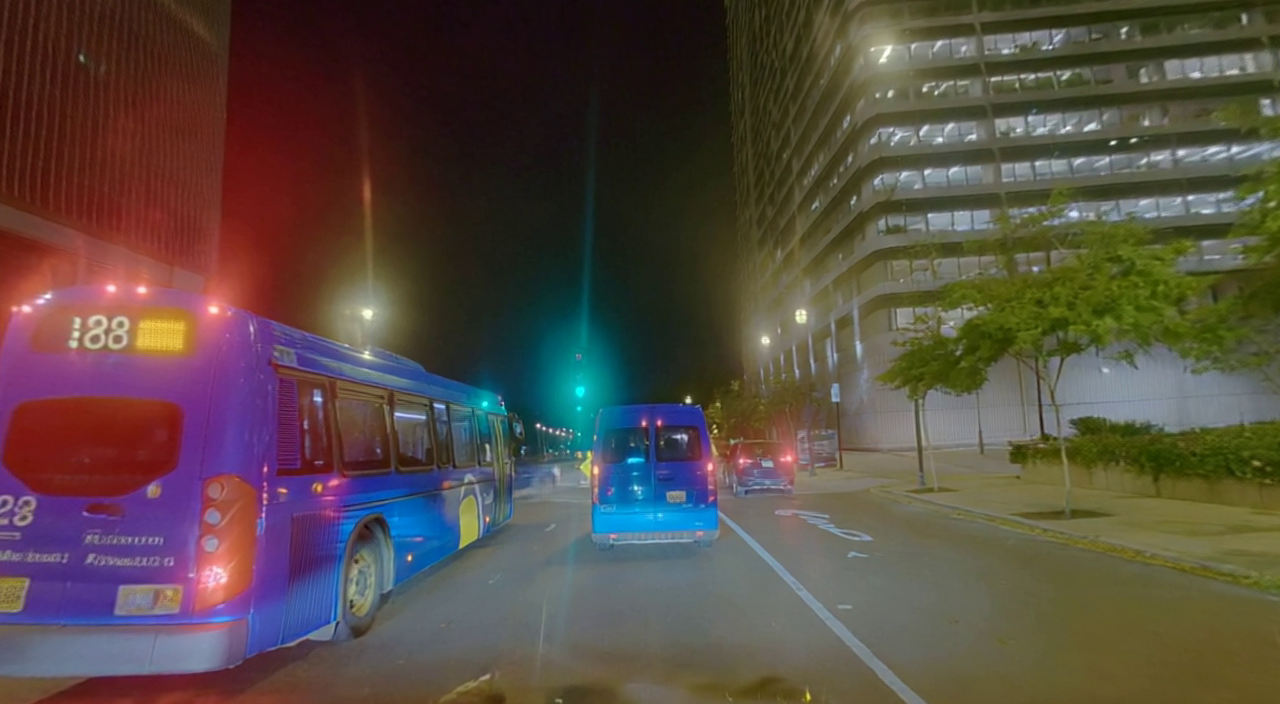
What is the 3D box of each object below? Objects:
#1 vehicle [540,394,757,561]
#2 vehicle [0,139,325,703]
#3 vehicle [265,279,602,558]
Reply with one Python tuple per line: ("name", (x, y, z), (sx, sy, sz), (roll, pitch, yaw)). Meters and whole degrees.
("vehicle", (0.123, 1.777, 9.519), (2.500, 1.912, 4.270), (0, -9, 1))
("vehicle", (-2.758, 0.327, 0.220), (2.329, 2.089, 5.659), (0, -9, 0))
("vehicle", (-2.917, 1.795, 14.594), (3.042, 3.445, 13.615), (0, -9, 1))
